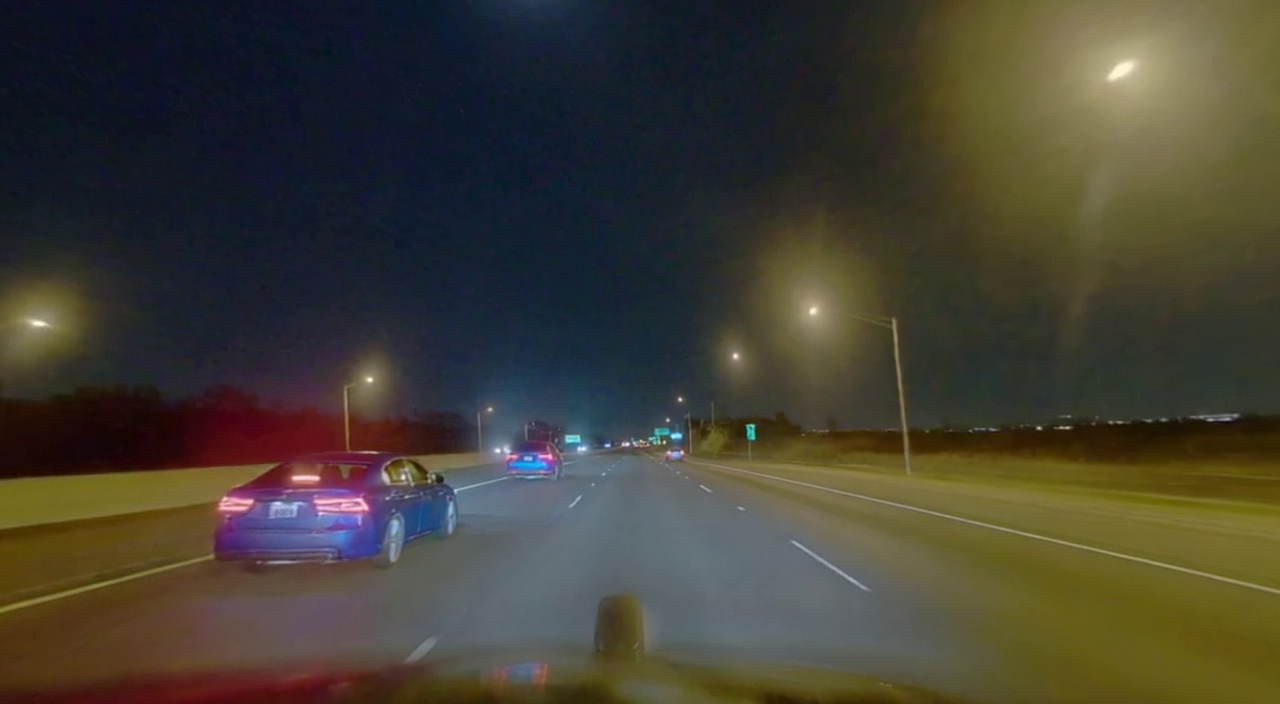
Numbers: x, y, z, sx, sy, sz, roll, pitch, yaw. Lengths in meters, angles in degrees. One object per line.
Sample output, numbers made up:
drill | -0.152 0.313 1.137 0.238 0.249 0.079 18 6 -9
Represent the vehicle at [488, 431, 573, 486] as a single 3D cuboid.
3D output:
vehicle | -3.838 3.878 23.235 2.205 1.773 5.124 0 -9 0
